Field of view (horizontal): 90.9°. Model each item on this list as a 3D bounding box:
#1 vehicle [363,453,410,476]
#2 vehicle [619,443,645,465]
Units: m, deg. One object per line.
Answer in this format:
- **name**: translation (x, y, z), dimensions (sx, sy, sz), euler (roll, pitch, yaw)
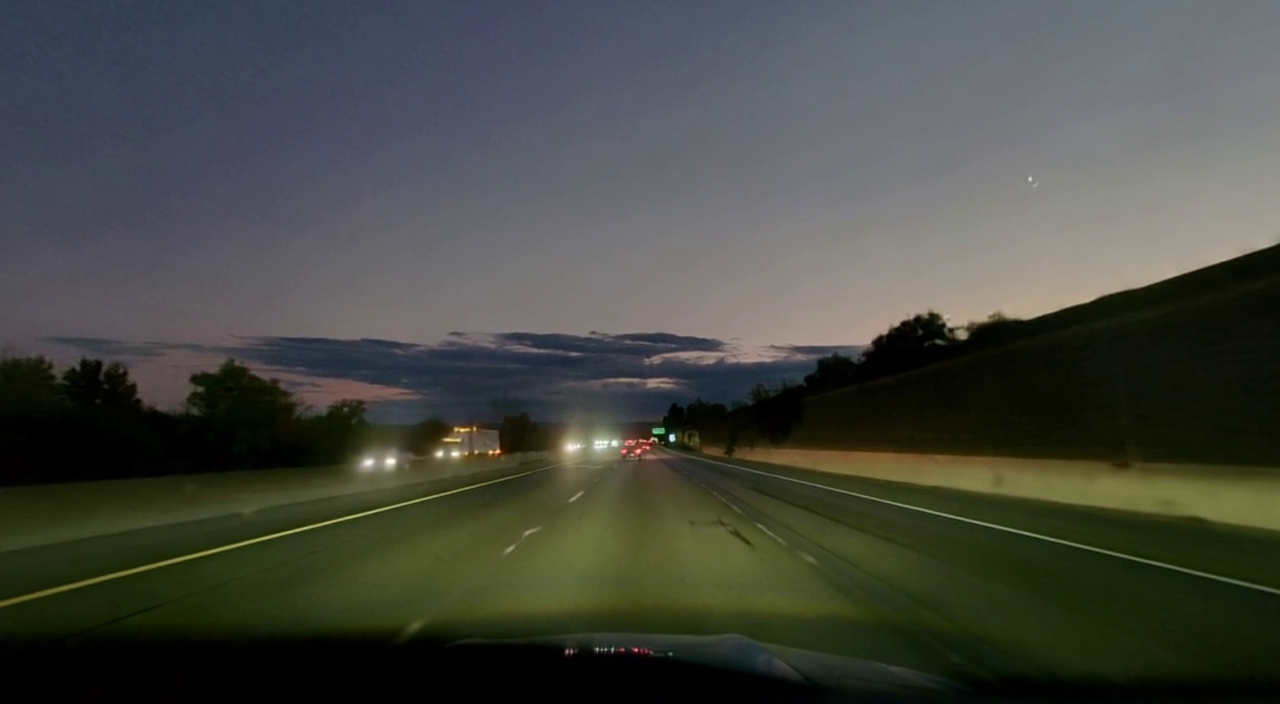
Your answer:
- **vehicle**: translation (-17.047, 7.554, 42.498), dimensions (1.622, 1.431, 3.611), euler (0, -9, 0)
- **vehicle**: translation (-0.549, 7.481, 46.183), dimensions (1.873, 1.529, 3.953), euler (0, -9, 0)
